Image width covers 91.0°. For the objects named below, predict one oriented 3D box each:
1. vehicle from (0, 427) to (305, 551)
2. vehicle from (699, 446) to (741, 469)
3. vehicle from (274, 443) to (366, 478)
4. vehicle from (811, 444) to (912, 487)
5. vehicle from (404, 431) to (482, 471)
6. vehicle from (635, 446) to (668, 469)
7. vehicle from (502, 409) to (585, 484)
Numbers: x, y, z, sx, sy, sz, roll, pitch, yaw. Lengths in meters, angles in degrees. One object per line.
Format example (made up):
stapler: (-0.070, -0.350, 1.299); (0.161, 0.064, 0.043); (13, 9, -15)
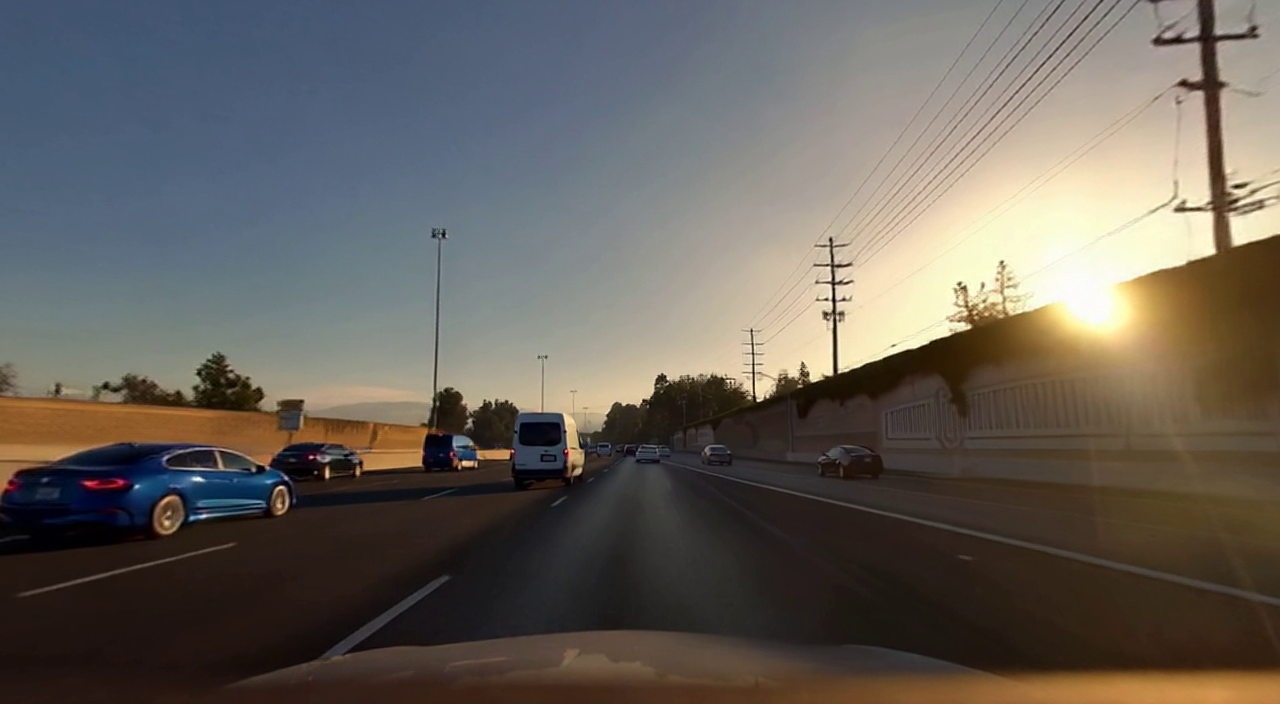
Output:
vehicle: (-7.609, 2.065, 10.176); (1.967, 1.525, 4.458); (0, -9, -1)
vehicle: (5.574, 7.453, 44.517); (2.095, 1.504, 4.536); (0, -9, -3)
vehicle: (-15.037, 5.120, 29.927); (1.937, 1.523, 4.708); (0, -9, 0)
vehicle: (8.242, 4.259, 23.954); (2.052, 1.470, 4.364); (0, -9, -3)
vehicle: (-11.482, 5.863, 37.308); (2.596, 2.162, 6.328); (0, -9, 0)
vehicle: (0.761, 7.406, 44.416); (2.084, 1.492, 4.137); (0, -9, -2)
vehicle: (-3.729, 3.840, 25.595); (2.395, 2.660, 5.827); (0, -9, 0)
